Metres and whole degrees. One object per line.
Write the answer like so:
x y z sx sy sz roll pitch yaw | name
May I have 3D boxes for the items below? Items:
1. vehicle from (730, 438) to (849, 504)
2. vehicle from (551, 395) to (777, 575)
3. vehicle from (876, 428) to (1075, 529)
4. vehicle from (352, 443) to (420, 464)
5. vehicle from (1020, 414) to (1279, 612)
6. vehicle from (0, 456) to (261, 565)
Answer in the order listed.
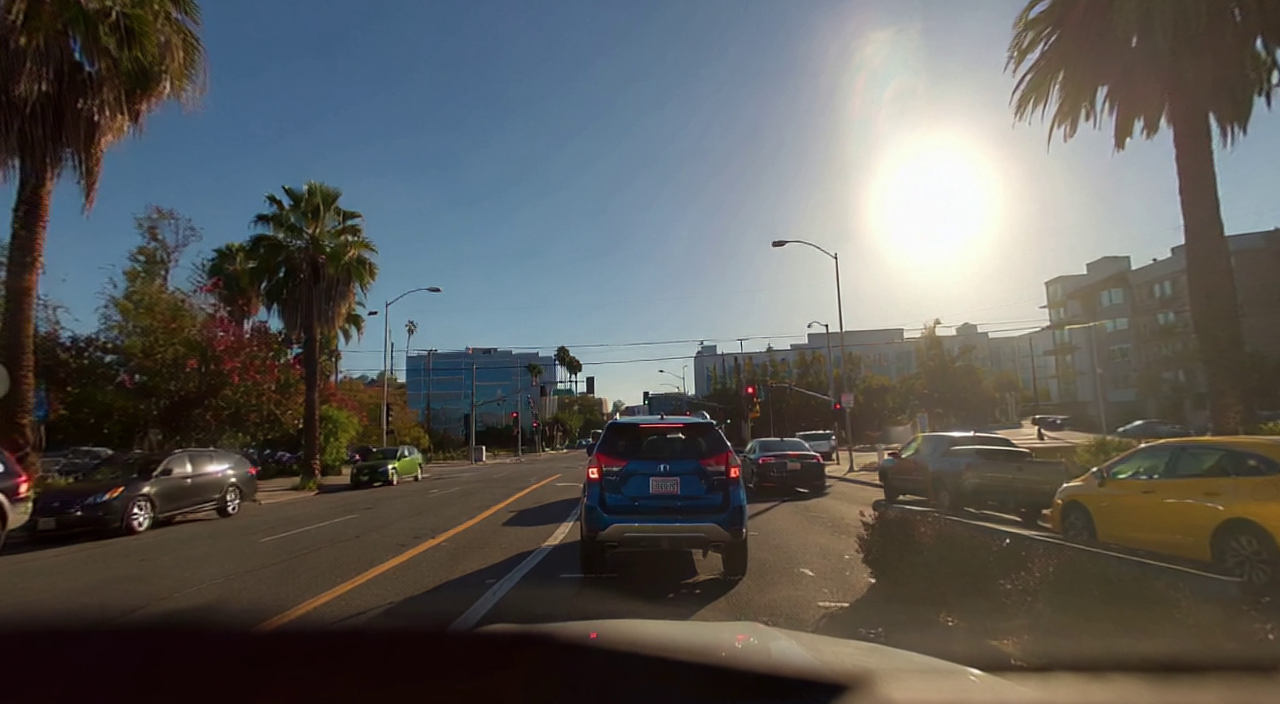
3.747 3.058 16.725 2.021 1.480 4.402 0 -8 0 | vehicle
0.258 1.658 8.562 2.264 1.798 4.258 0 -8 1 | vehicle
6.669 2.527 13.235 1.930 1.736 4.329 -1 -8 3 | vehicle
-18.726 7.490 46.653 1.759 1.457 4.297 -7 -11 38 | vehicle
6.434 1.594 6.928 1.935 1.672 4.139 0 -8 1 | vehicle
-9.580 2.806 11.896 2.054 1.467 4.595 -3 -8 0 | vehicle
